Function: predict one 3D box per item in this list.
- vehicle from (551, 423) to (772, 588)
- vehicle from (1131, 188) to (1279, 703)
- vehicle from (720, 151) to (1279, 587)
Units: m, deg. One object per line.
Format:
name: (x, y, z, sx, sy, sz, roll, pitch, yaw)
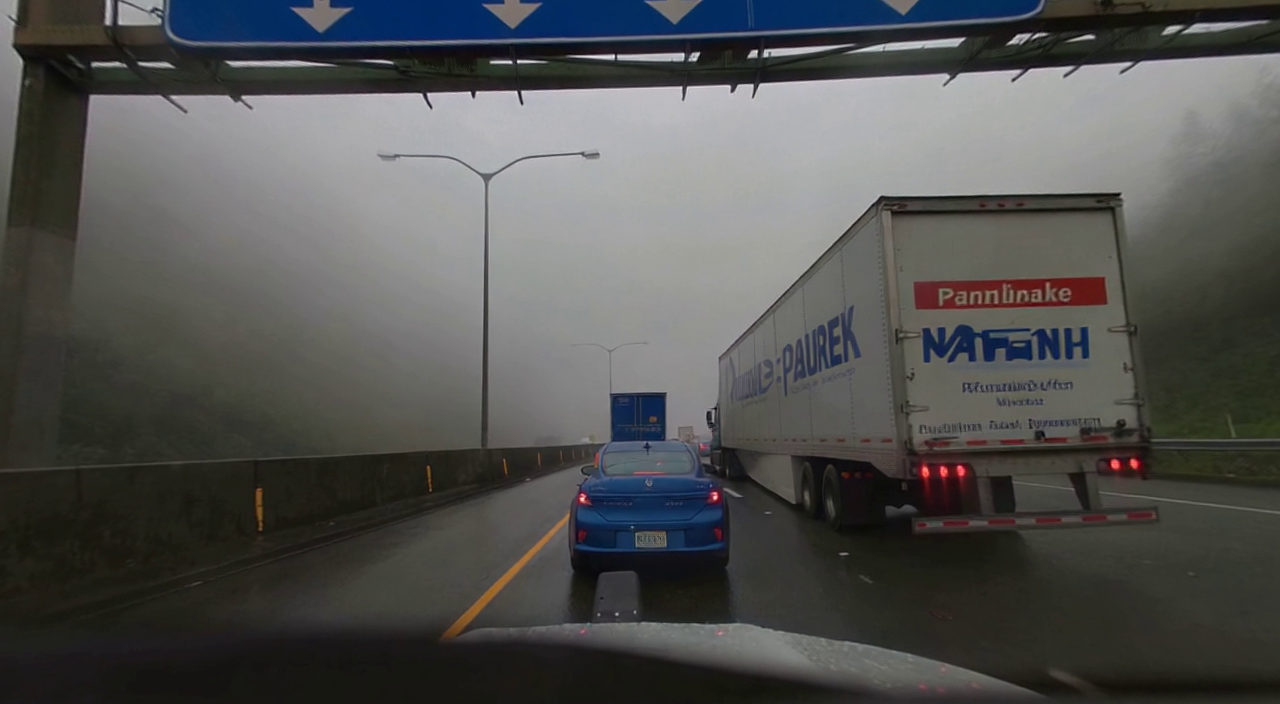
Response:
vehicle: (0.185, 1.687, 7.716, 2.045, 1.490, 3.597, -1, -8, 0)
vehicle: (4.733, 0.129, 0.637, 2.892, 2.615, 6.650, 0, -8, -2)
vehicle: (4.195, 1.055, 12.962, 2.827, 4.081, 14.305, 0, -8, -1)
